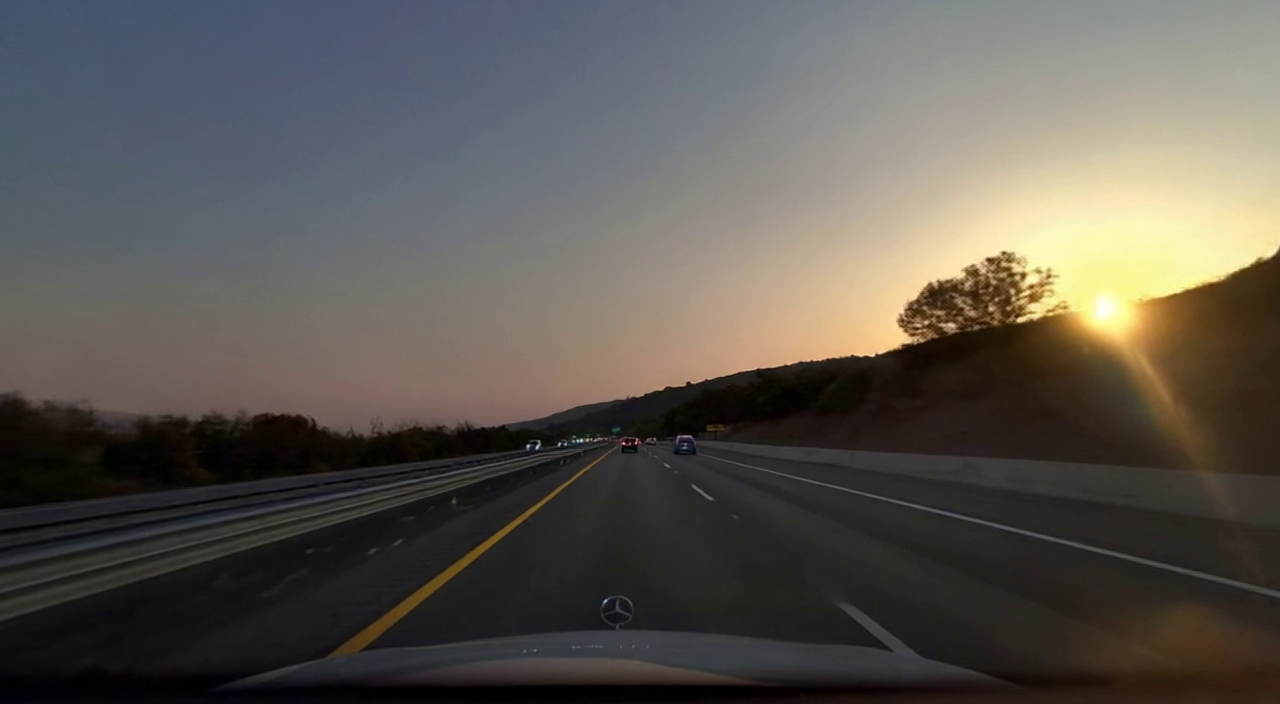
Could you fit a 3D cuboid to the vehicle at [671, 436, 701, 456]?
[{"bbox_3d":[3.594,7.421,49.878,1.995,1.490,3.857,0,-8,-1],"label":"vehicle"}]
